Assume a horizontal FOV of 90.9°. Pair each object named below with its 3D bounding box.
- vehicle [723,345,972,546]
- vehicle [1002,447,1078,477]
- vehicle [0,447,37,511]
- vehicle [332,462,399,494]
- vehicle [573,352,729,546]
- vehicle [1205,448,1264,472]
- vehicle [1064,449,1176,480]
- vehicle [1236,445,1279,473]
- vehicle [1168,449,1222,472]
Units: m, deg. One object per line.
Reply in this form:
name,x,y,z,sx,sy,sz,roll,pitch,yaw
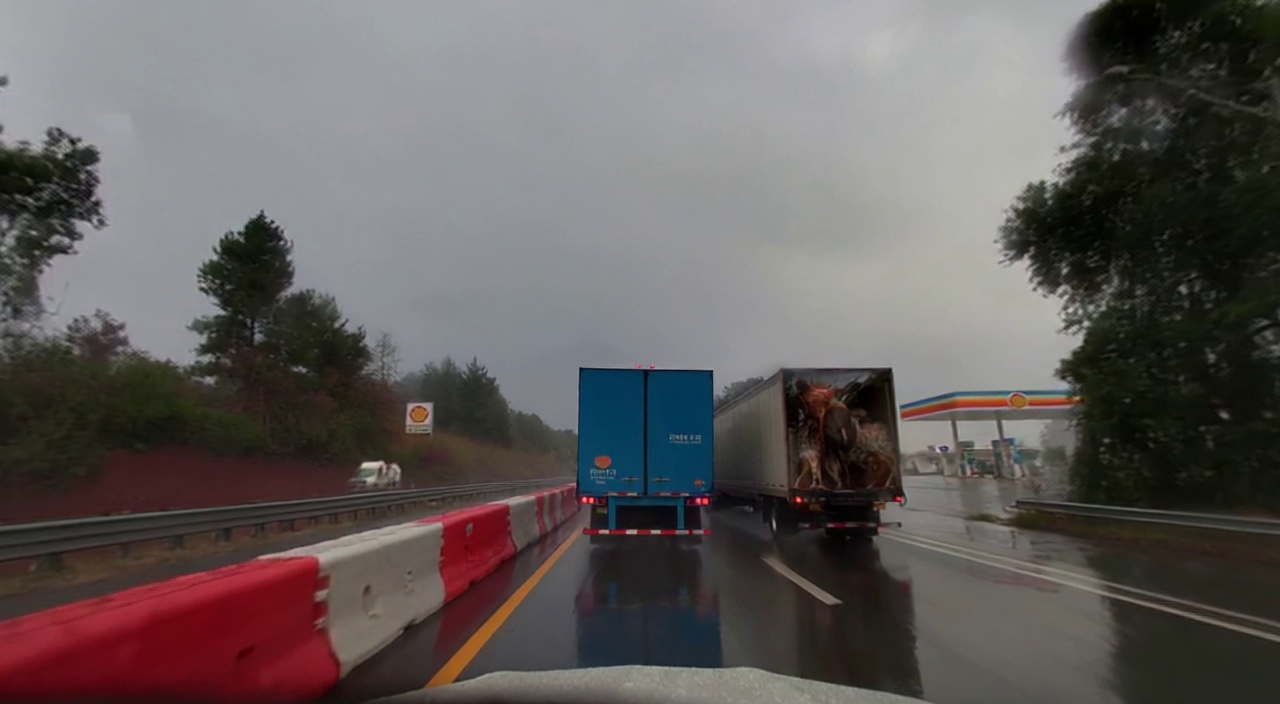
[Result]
vehicle,4.384,2.545,16.284,2.936,3.640,9.443,1,-10,-2
vehicle,24.718,6.848,39.102,1.919,1.722,4.024,1,-10,-2
vehicle,-50.252,9.777,49.505,17.220,4.382,2.913,-9,-14,44
vehicle,-16.872,7.765,39.017,1.981,1.824,4.637,1,-10,0
vehicle,0.103,2.429,15.190,2.618,3.306,8.676,1,-10,-1
vehicle,37.830,6.905,40.033,4.208,1.429,1.820,8,-13,-35
vehicle,24.582,5.820,32.526,1.762,1.470,4.485,3,-11,-10
vehicle,36.344,6.206,36.257,4.315,1.469,1.823,8,-12,-33
vehicle,38.405,7.515,43.563,3.565,1.448,1.866,8,-13,-35
